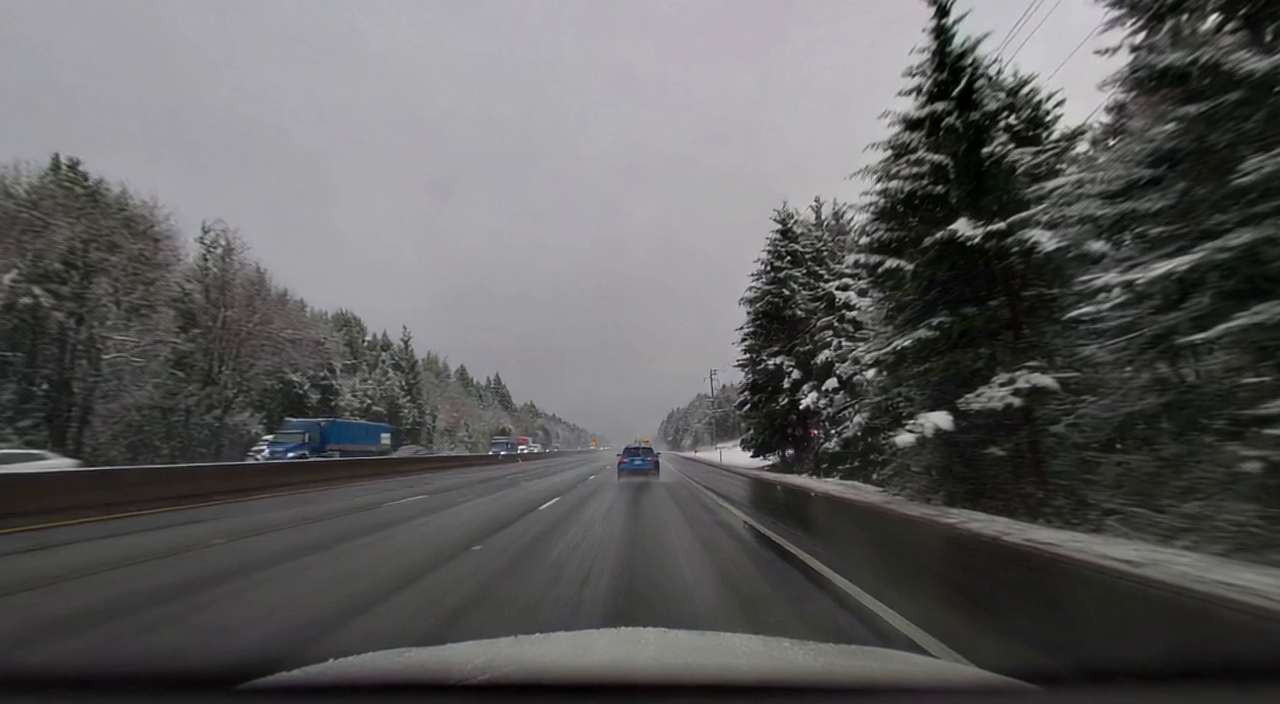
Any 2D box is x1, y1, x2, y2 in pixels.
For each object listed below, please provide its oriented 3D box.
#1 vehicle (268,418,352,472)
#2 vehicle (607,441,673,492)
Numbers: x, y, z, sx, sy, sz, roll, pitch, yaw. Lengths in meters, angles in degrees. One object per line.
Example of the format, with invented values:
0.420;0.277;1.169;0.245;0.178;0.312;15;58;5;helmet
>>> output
-24.877;7.049;47.867;2.921;3.795;5.976;0;-9;0;vehicle
-0.026;3.744;20.924;1.966;1.499;4.298;0;-9;-1;vehicle
